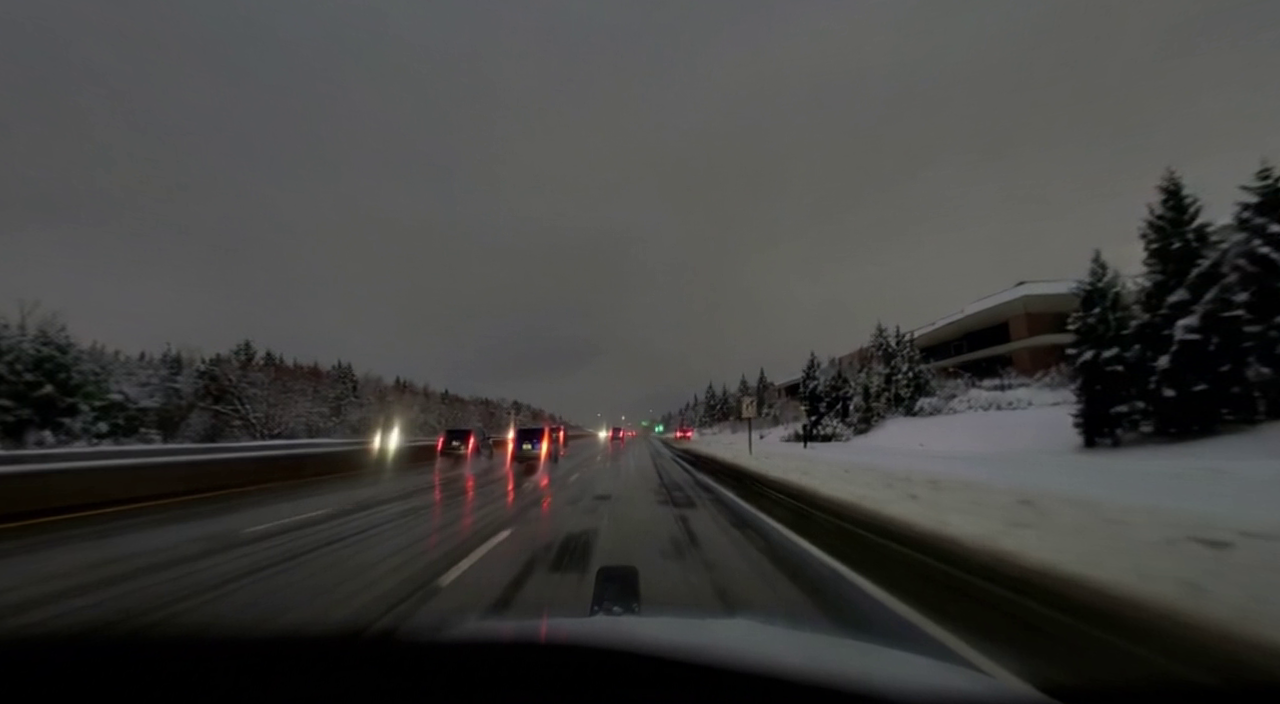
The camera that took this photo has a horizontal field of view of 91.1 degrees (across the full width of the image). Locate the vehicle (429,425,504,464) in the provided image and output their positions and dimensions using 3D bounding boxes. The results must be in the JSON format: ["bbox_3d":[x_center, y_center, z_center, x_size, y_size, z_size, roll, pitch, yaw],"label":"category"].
[{"bbox_3d":[-7.523,4.064,27.723,1.985,1.575,4.453,0,-8,1],"label":"vehicle"}]

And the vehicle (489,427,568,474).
[{"bbox_3d":[-3.856,3.506,22.648,1.996,1.490,4.571,0,-8,0],"label":"vehicle"}]
